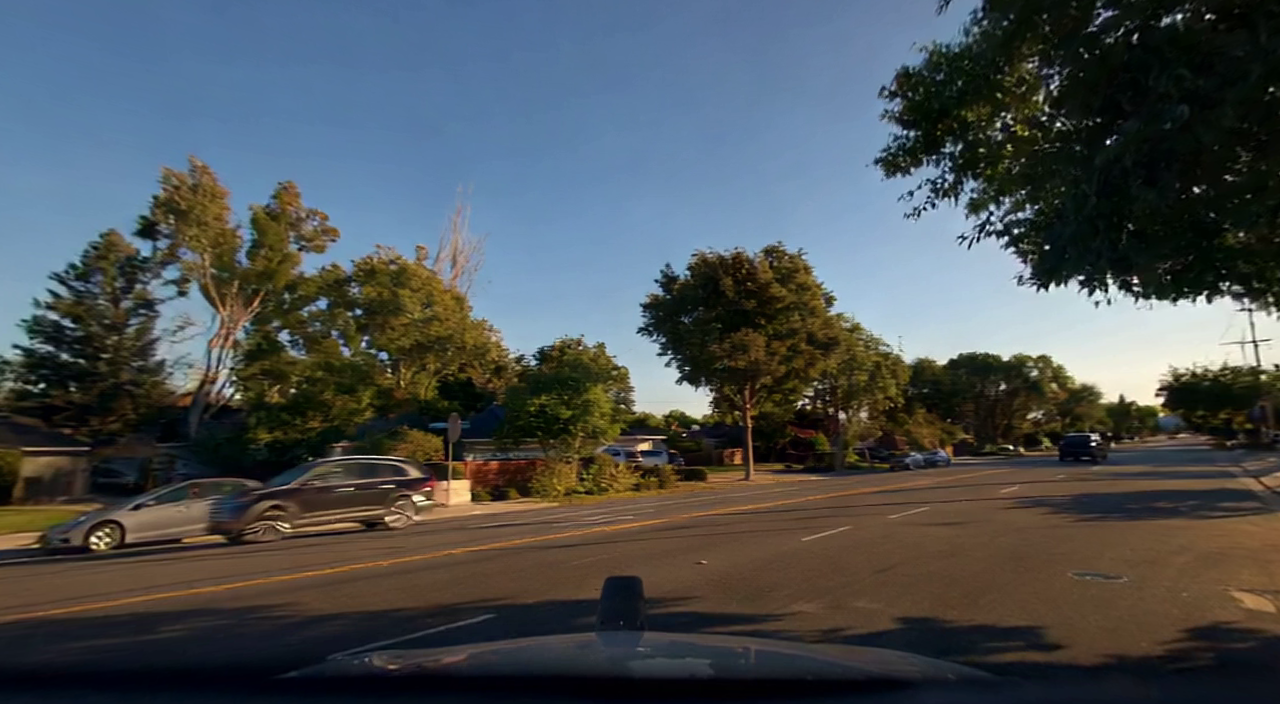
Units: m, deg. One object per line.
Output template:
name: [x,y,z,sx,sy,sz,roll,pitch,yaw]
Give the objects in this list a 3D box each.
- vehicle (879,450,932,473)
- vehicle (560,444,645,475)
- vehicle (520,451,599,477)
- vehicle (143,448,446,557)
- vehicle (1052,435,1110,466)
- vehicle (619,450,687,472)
vehicle: [19.021,7.810,45.193,1.936,1.489,4.311,-8,-12,43]
vehicle: [-2.604,7.132,42.135,5.866,1.877,2.280,-8,-12,43]
vehicle: [-5.078,6.937,39.392,4.937,1.445,2.048,-7,-11,40]
vehicle: [-6.602,2.778,12.587,2.024,1.715,4.789,-8,-12,42]
vehicle: [26.704,5.942,38.182,2.115,1.696,4.473,-8,-12,43]
vehicle: [0.907,7.717,44.817,4.326,1.452,2.121,-5,-10,30]
